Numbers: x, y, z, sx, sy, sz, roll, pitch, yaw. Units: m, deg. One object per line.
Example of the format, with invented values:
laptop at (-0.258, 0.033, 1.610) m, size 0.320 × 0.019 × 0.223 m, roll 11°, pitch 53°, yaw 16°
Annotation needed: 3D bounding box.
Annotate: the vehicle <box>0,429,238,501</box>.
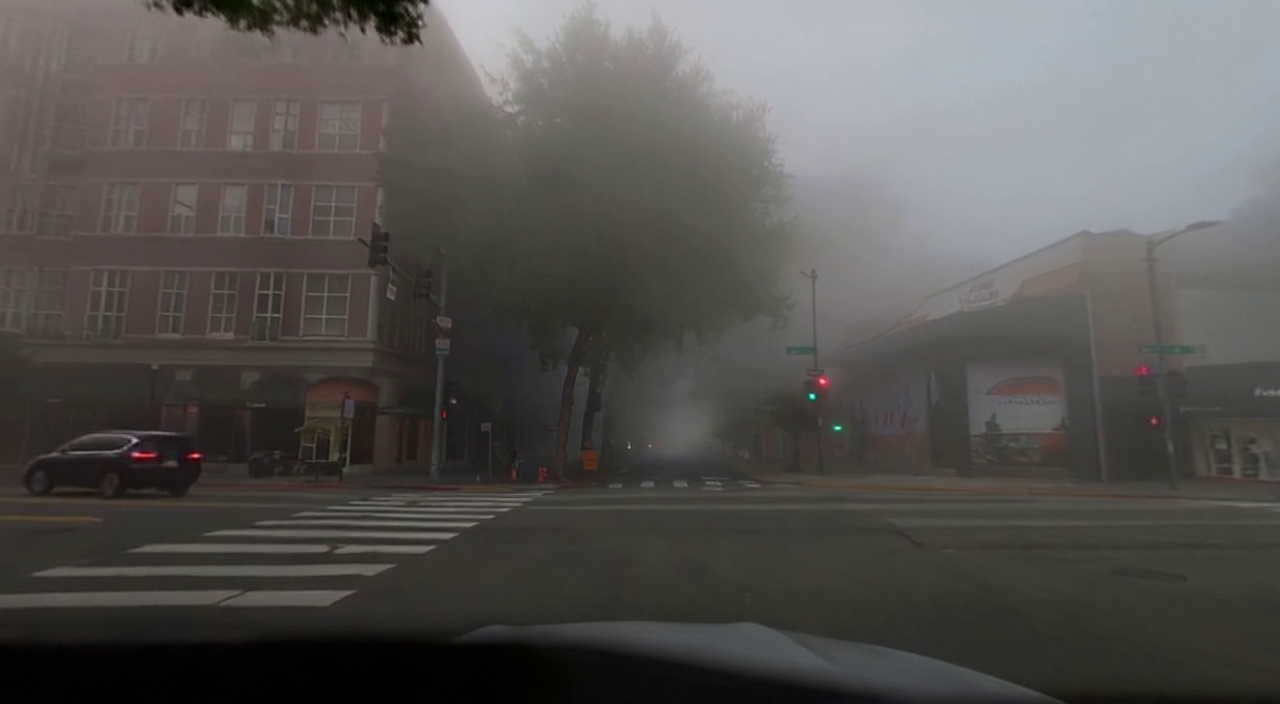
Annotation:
vehicle at (-12.142, 2.588, 14.663) m, size 4.459 × 1.482 × 2.106 m, roll -2°, pitch -9°, yaw 12°
